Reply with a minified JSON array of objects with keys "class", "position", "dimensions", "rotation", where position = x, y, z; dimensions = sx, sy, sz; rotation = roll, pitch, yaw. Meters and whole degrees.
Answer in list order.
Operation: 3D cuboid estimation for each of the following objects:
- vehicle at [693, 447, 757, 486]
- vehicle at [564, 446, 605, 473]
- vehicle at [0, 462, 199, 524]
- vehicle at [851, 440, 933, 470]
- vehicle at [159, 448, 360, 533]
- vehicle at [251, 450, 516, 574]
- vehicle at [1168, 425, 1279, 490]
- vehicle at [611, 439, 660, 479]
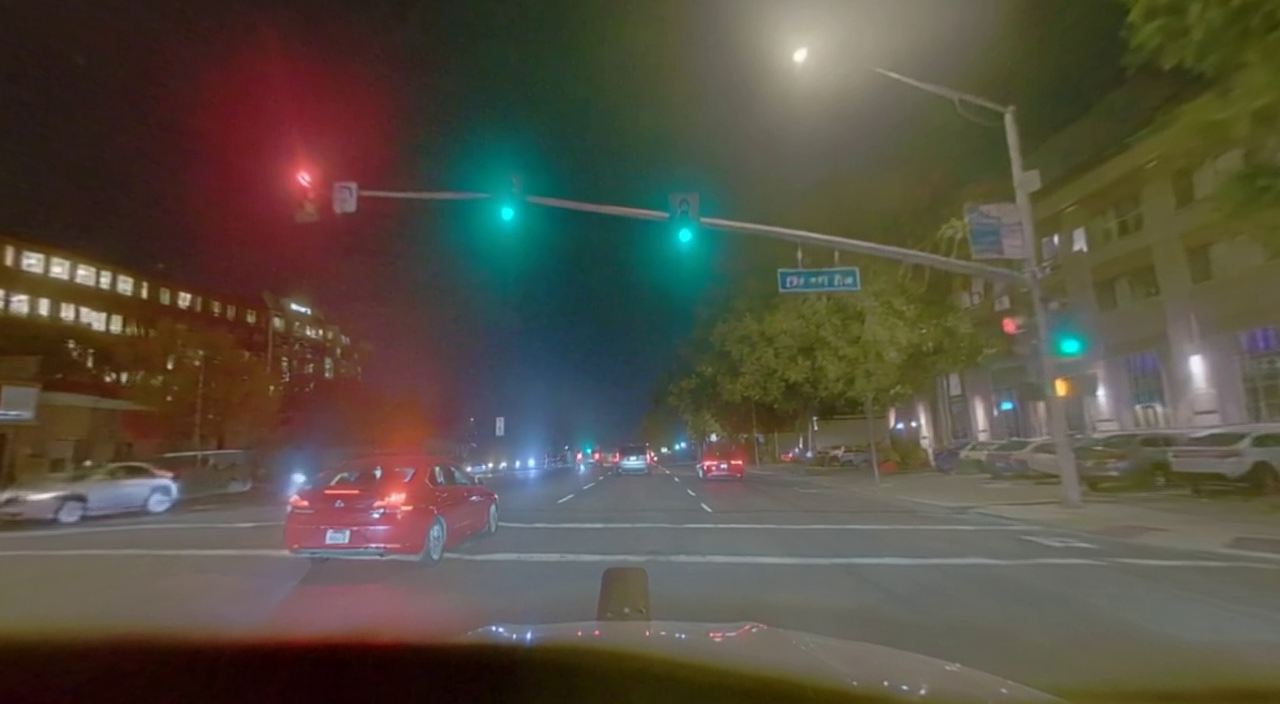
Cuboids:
[{"class":"vehicle","position":[3.465,4.756,26.588],"dimensions":[2.058,1.472,4.317],"rotation":[0,-9,-1]},{"class":"vehicle","position":[-3.463,6.774,39.952],"dimensions":[2.130,1.645,3.995],"rotation":[-1,-9,1]},{"class":"vehicle","position":[-16.324,4.212,19.331],"dimensions":[2.141,1.510,4.759],"rotation":[0,-9,0]},{"class":"vehicle","position":[15.921,6.516,39.996],"dimensions":[4.255,1.520,1.900],"rotation":[-4,-8,1]},{"class":"vehicle","position":[-8.978,3.244,15.512],"dimensions":[2.059,1.559,4.709],"rotation":[-4,-8,0]},{"class":"vehicle","position":[-3.323,2.138,9.192],"dimensions":[2.115,1.369,3.908],"rotation":[-1,-9,2]},{"class":"vehicle","position":[16.240,2.613,15.826],"dimensions":[3.817,1.486,2.309],"rotation":[-1,-9,2]},{"class":"vehicle","position":[-0.204,5.522,32.778],"dimensions":[2.361,1.898,4.465],"rotation":[0,-9,0]}]
